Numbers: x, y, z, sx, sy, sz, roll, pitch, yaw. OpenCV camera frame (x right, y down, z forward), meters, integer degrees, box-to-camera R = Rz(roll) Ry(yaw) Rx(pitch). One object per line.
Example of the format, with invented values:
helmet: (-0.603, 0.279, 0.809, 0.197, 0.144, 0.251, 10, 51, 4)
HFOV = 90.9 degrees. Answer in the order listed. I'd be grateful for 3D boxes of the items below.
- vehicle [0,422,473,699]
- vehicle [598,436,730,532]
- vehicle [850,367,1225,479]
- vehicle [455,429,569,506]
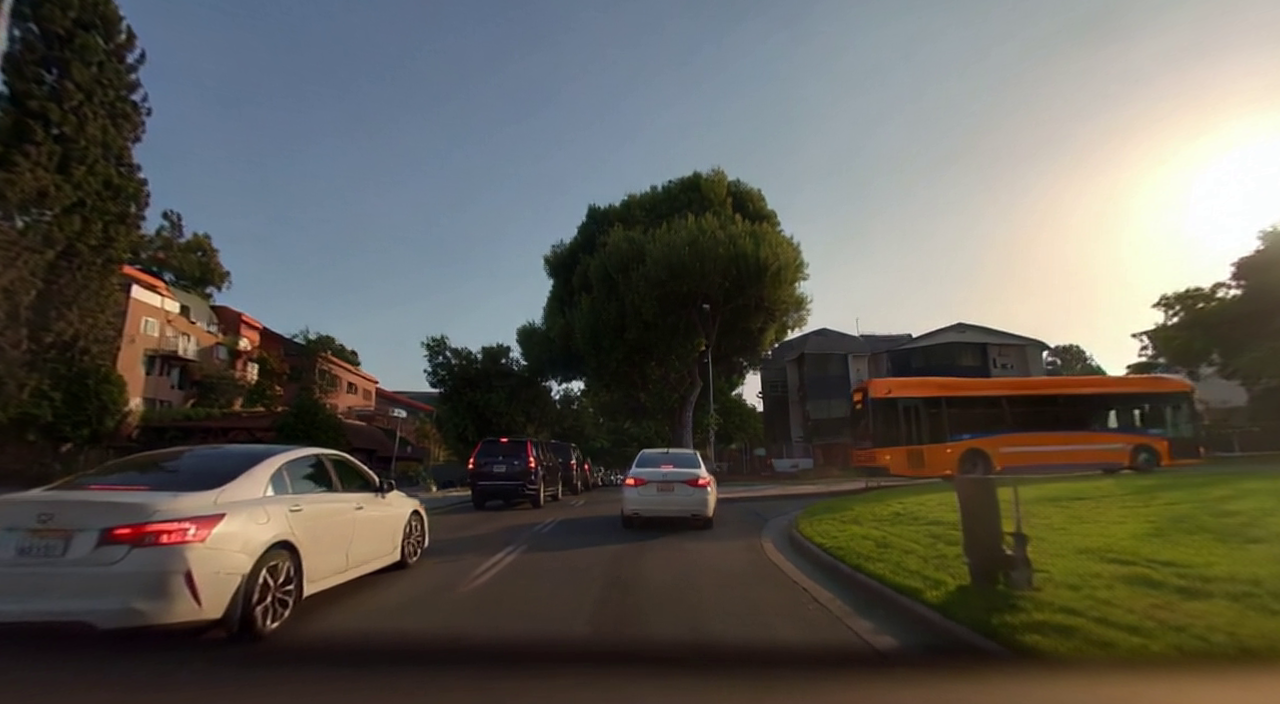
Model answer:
vehicle: (-3.332, 1.480, 5.821, 1.953, 1.480, 4.522, -1, -8, 6)
vehicle: (0.630, 2.366, 11.912, 2.020, 1.478, 3.922, -1, -9, 9)
vehicle: (12.264, 2.294, 20.181, 9.977, 3.303, 2.948, 0, -8, -2)
vehicle: (-3.242, 3.034, 17.026, 2.017, 1.761, 4.572, 0, -8, 1)
